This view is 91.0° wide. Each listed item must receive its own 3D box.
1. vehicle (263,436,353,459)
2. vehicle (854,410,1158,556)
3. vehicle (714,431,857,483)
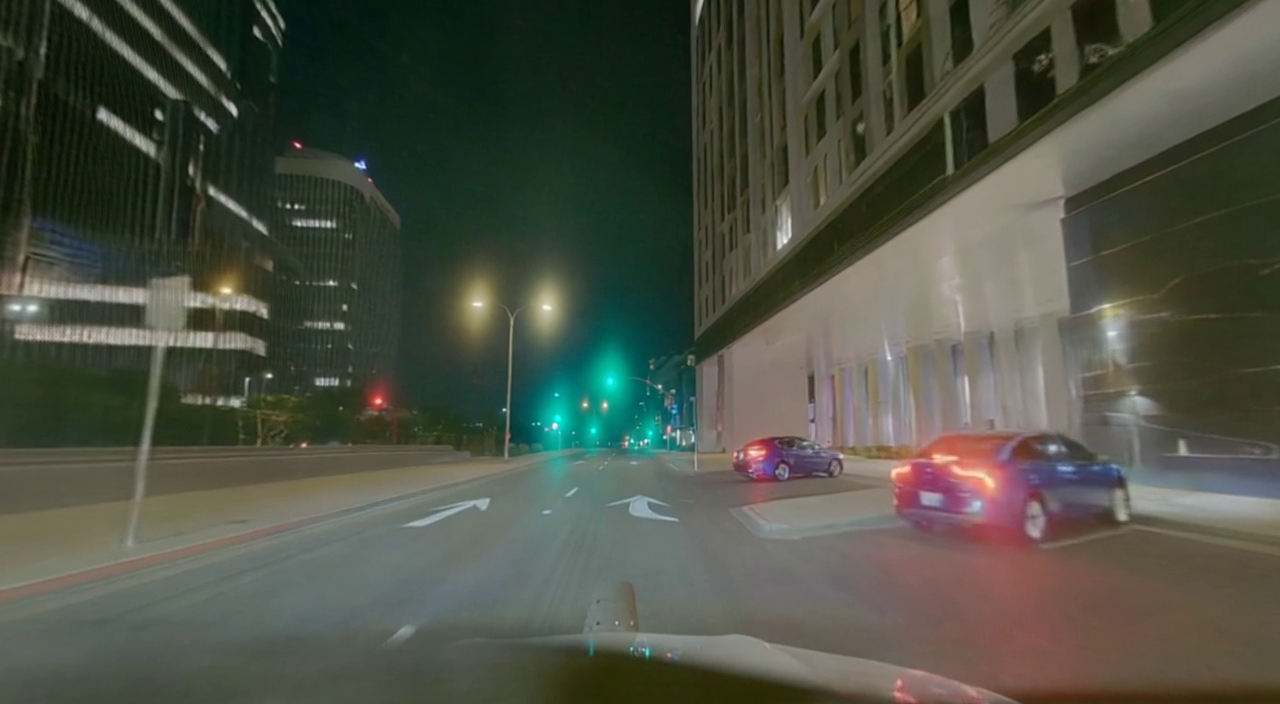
[{"bbox_3d":[-19.564,5.648,37.416,2.660,1.211,4.739,-1,-8,2],"label":"vehicle"},{"bbox_3d":[4.969,1.622,8.487,3.844,1.524,1.847,4,-9,-32],"label":"vehicle"},{"bbox_3d":[4.645,3.314,20.170,4.033,1.514,1.974,3,-9,-25],"label":"vehicle"}]
